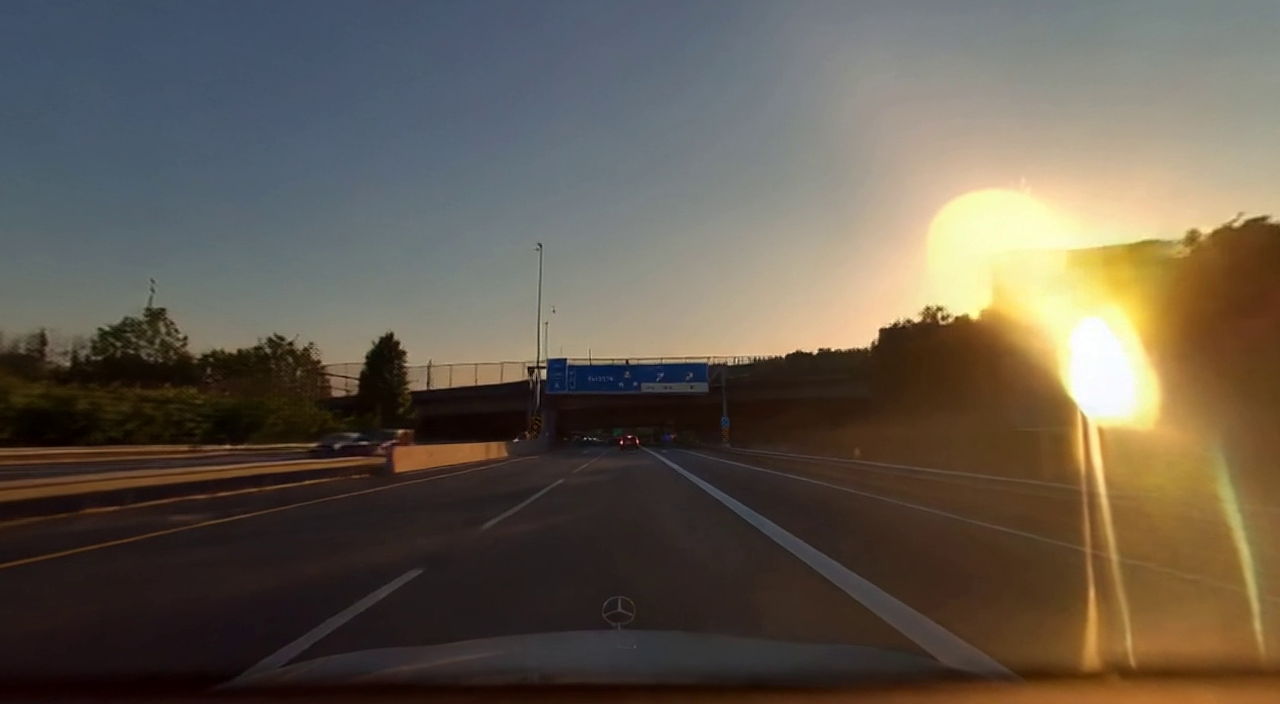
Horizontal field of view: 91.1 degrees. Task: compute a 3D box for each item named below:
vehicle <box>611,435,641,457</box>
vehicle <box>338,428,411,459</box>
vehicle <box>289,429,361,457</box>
[{"bbox_3d":[-0.993,6.691,44.988,2.025,1.519,3.924,0,-8,-1],"label":"vehicle"},{"bbox_3d":[-13.562,4.698,32.421,1.877,1.515,4.495,0,-8,-1],"label":"vehicle"},{"bbox_3d":[-18.051,5.230,36.242,1.854,1.492,4.562,0,-8,-1],"label":"vehicle"}]
